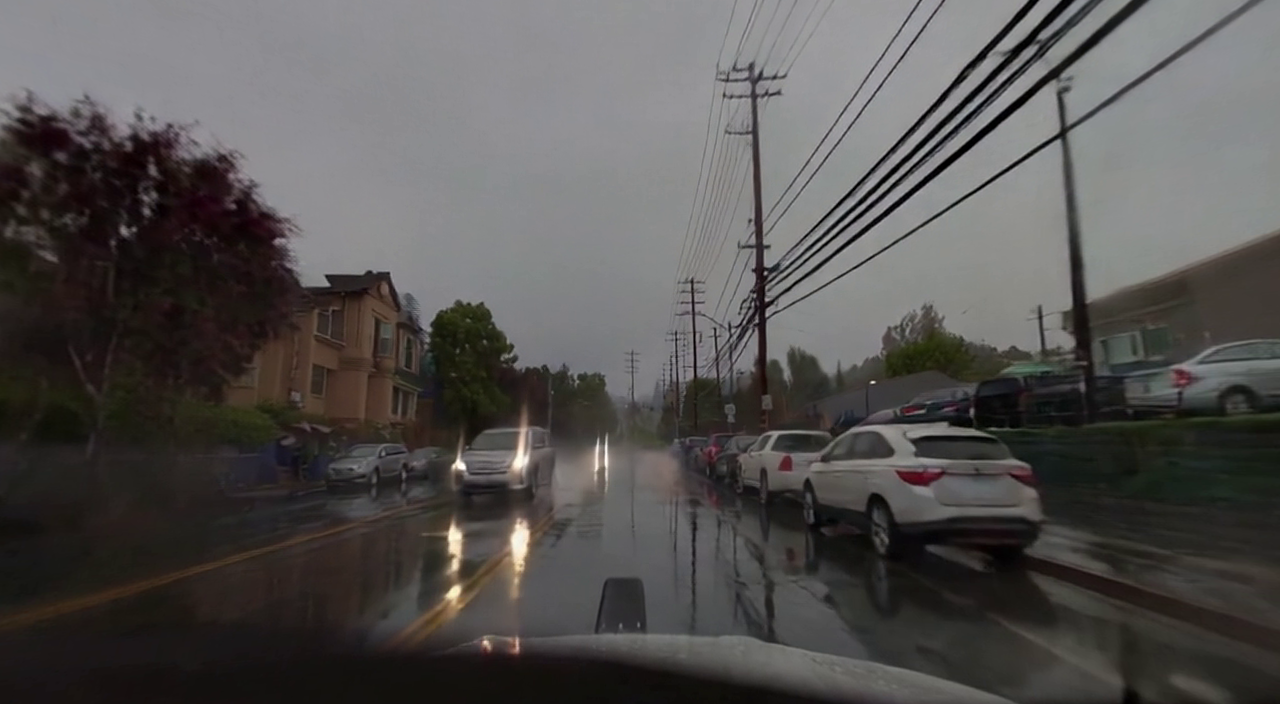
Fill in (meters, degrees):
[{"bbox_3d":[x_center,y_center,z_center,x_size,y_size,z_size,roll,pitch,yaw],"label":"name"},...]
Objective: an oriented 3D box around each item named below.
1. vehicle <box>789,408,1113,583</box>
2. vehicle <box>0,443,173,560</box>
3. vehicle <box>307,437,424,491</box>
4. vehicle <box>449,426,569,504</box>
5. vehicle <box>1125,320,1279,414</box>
[{"bbox_3d":[3.468,1.669,8.245,1.936,1.641,4.434,0,-8,0],"label":"vehicle"},{"bbox_3d":[-9.939,2.250,9.435,4.386,1.511,1.947,0,-7,-22],"label":"vehicle"},{"bbox_3d":[-11.400,4.656,26.780,2.322,2.037,5.030,-1,-8,6],"label":"vehicle"},{"bbox_3d":[-3.191,2.842,16.408,2.103,1.721,4.473,0,-8,1],"label":"vehicle"},{"bbox_3d":[11.462,0.282,11.322,3.857,1.457,1.950,-2,-7,0],"label":"vehicle"}]
